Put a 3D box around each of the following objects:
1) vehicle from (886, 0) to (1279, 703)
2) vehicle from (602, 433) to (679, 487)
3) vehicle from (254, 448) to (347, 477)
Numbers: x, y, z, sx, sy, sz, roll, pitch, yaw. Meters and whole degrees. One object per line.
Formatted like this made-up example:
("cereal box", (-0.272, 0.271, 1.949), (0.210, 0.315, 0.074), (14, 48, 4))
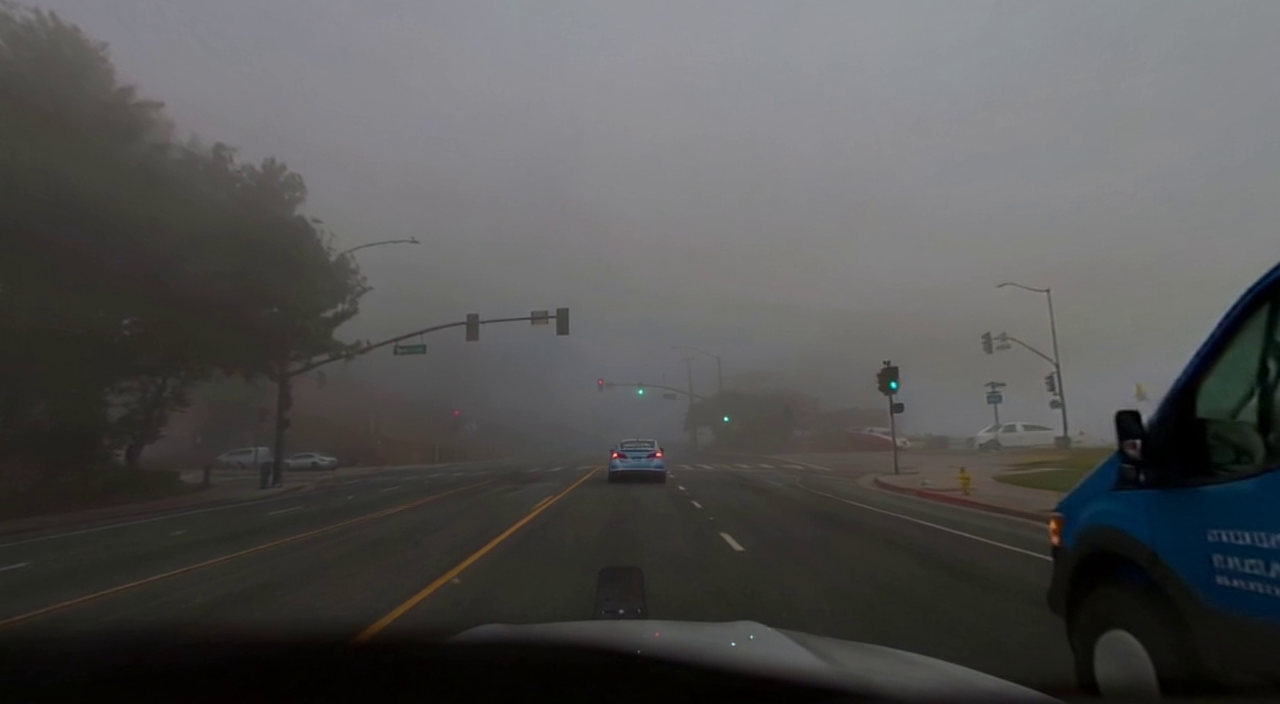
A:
("vehicle", (2.938, -0.006, 0.172), (2.770, 3.054, 7.271), (0, -9, 0))
("vehicle", (-0.004, 3.275, 19.339), (2.104, 1.462, 3.991), (0, -9, 0))
("vehicle", (-20.920, 6.790, 39.033), (4.588, 1.703, 1.879), (0, -9, 1))
